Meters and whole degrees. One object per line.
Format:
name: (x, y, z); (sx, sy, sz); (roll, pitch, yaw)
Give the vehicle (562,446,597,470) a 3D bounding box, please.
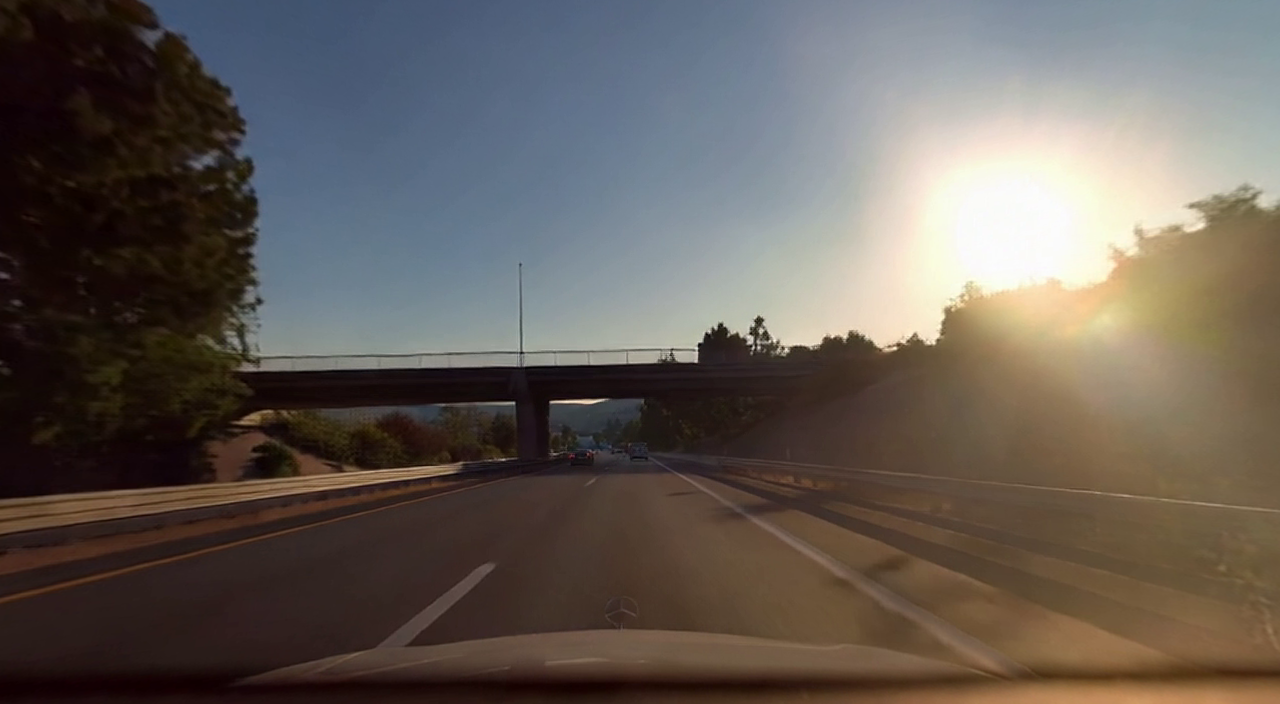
vehicle: (-4.395, 7.784, 46.521); (2.076, 1.637, 4.526); (0, -9, 0)
